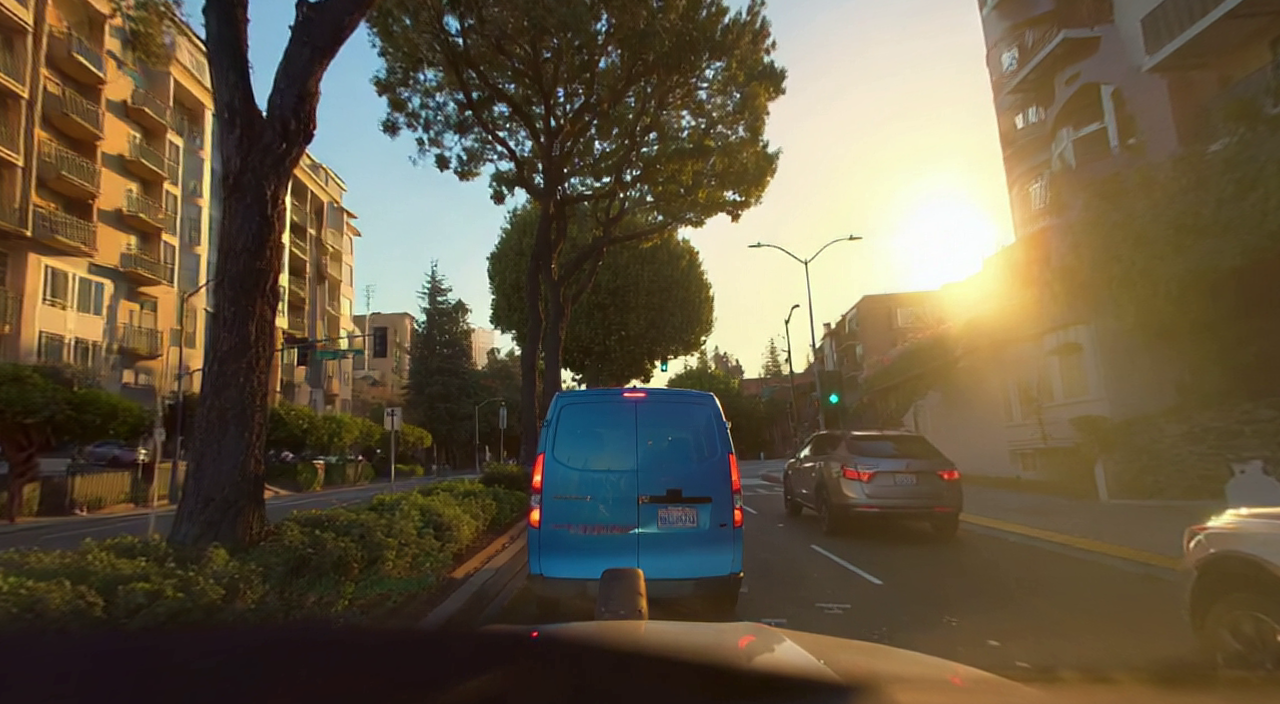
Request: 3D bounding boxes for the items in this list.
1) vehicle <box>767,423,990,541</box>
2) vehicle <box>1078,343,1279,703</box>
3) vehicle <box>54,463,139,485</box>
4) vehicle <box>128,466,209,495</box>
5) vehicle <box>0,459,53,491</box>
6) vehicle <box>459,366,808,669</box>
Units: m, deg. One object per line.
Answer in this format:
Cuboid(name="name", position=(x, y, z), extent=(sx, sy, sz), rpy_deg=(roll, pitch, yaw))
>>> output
Cuboid(name="vehicle", position=(3.908, 2.223, 11.462), extent=(2.061, 1.676, 4.734), rpy_deg=(0, -9, -2))
Cuboid(name="vehicle", position=(3.812, 0.703, 1.789), extent=(2.157, 1.748, 4.130), rpy_deg=(0, -9, 1))
Cuboid(name="vehicle", position=(-38.433, 8.636, 44.663), extent=(4.396, 1.458, 1.809), rpy_deg=(-1, -9, 2))
Cuboid(name="vehicle", position=(-33.226, 9.068, 44.541), extent=(4.292, 1.492, 1.772), rpy_deg=(-6, -14, -1))
Cuboid(name="vehicle", position=(-35.529, 6.843, 35.185), extent=(3.843, 1.680, 1.782), rpy_deg=(-1, -9, 5))
Cuboid(name="vehicle", position=(-0.037, 1.322, 6.041), extent=(2.101, 1.828, 4.270), rpy_deg=(0, -9, 0))
